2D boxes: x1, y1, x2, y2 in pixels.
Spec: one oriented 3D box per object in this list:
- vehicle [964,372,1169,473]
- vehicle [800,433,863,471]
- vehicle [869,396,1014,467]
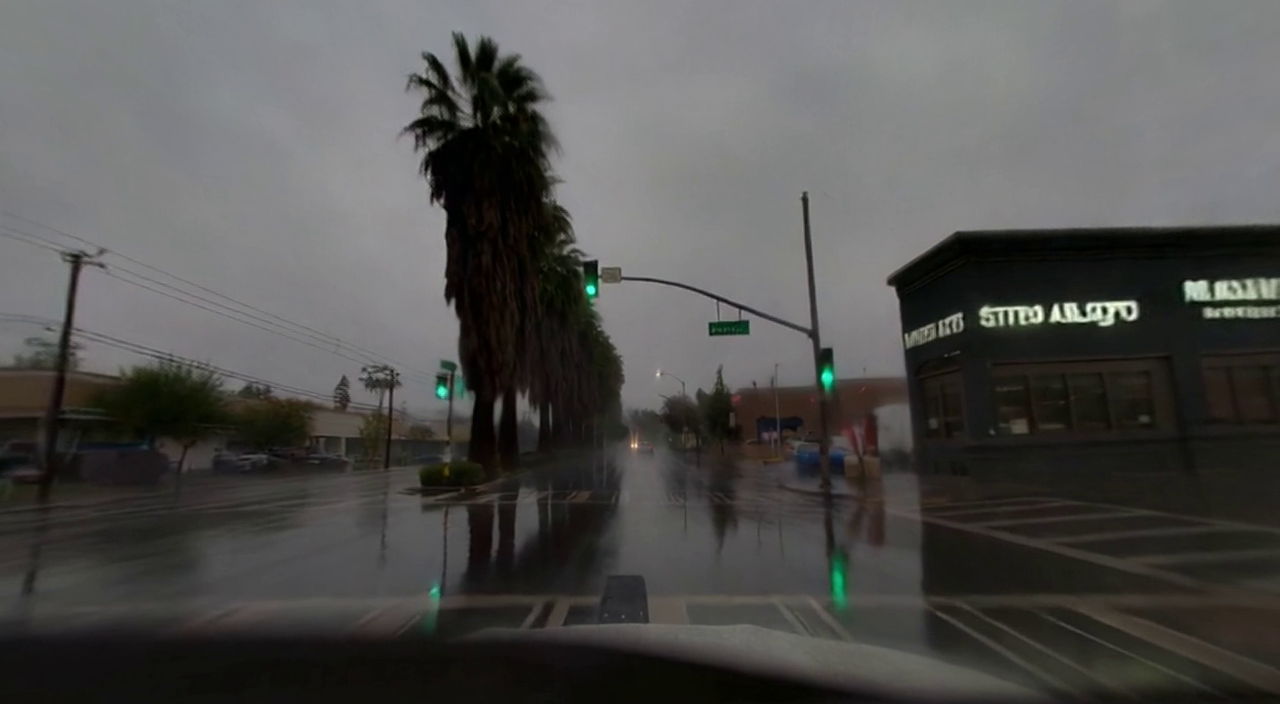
[{"bbox_3d":[15.787,2.868,24.262,3.161,3.209,7.934,-1,-9,8],"label":"vehicle"},{"bbox_3d":[9.704,5.138,32.166,1.655,1.820,3.969,0,-10,-5],"label":"vehicle"},{"bbox_3d":[16.060,4.500,34.731,2.814,3.328,10.467,0,-9,0],"label":"vehicle"}]
